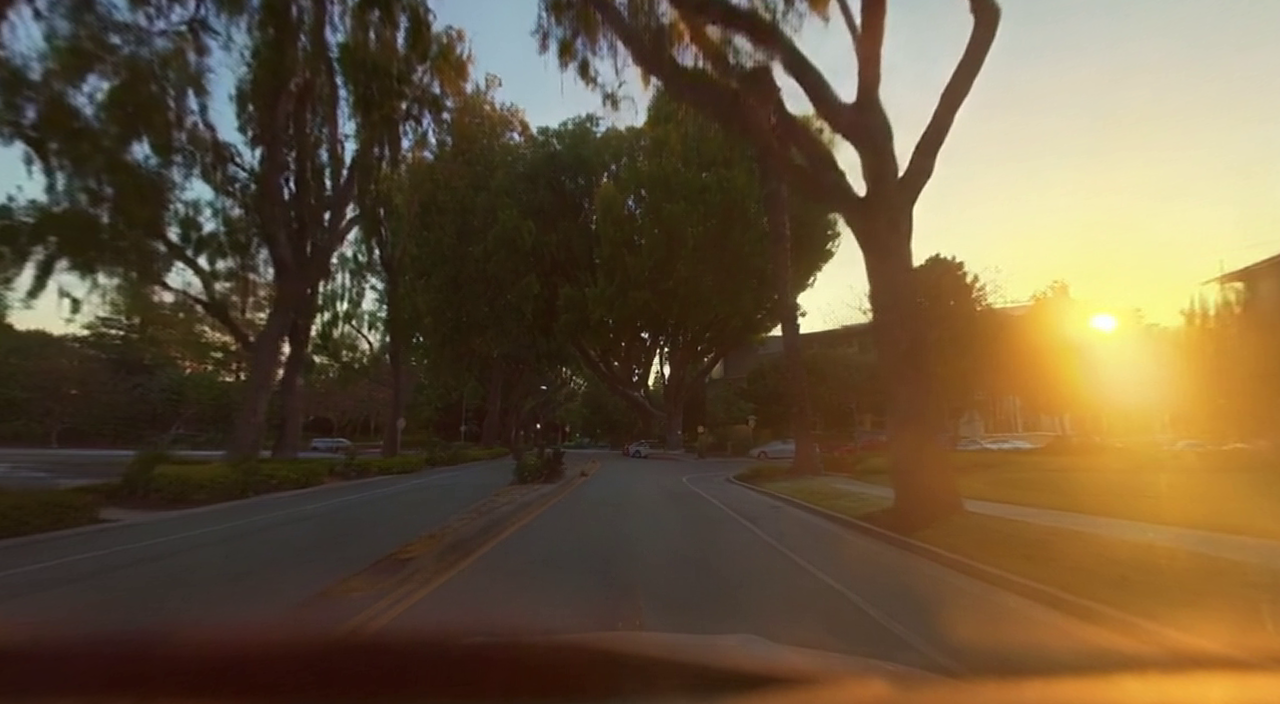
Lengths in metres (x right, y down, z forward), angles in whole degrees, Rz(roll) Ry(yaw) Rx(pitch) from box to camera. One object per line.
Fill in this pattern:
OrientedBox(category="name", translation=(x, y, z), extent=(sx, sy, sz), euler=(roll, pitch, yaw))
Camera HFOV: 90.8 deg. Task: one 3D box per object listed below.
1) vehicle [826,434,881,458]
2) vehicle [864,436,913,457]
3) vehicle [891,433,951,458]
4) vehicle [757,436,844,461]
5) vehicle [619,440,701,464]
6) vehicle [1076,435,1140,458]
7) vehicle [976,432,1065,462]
OrientedBox(category="vehicle", translation=(15.449, 6.863, 46.064), extent=(2.073, 1.642, 4.468), euler=(0, -8, -6))
OrientedBox(category="vehicle", translation=(17.942, 6.858, 45.729), extent=(1.673, 1.436, 3.700), euler=(1, -8, -8))
OrientedBox(category="vehicle", translation=(20.670, 6.895, 46.623), extent=(2.023, 1.736, 4.227), euler=(1, -8, -8))
OrientedBox(category="vehicle", translation=(10.088, 6.106, 39.983), extent=(4.870, 1.507, 2.073), euler=(-1, -8, 0))
OrientedBox(category="vehicle", translation=(1.309, 6.593, 41.816), extent=(4.890, 1.478, 2.253), euler=(-6, -10, 31))
OrientedBox(category="vehicle", translation=(36.077, 7.301, 48.834), extent=(1.790, 1.665, 3.807), euler=(1, -8, -4))
OrientedBox(category="vehicle", translation=(21.107, 5.297, 35.113), extent=(3.830, 1.429, 1.890), euler=(4, -10, -10))
